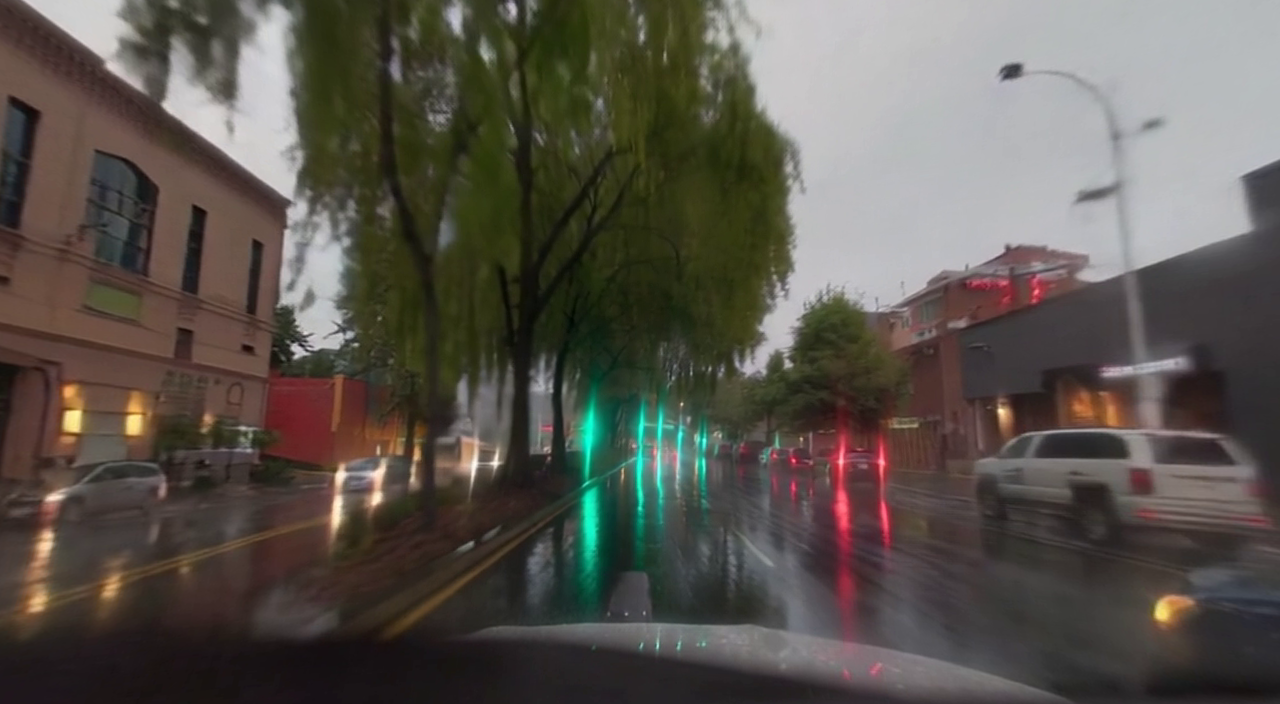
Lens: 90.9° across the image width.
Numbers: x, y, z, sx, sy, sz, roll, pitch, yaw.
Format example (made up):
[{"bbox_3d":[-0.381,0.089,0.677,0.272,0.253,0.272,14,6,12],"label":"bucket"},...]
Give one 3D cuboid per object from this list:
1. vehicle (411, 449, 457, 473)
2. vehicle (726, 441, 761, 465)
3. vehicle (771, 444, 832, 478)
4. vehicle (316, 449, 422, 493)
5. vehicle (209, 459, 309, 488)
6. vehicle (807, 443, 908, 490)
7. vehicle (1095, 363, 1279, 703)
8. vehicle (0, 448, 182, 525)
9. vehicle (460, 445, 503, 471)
[{"bbox_3d":[-15.436,8.155,47.469,1.876,1.605,4.544,0,-8,1],"label":"vehicle"},{"bbox_3d":[7.848,7.622,47.933,1.891,1.711,4.173,0,-8,-1],"label":"vehicle"},{"bbox_3d":[7.606,5.143,30.103,1.881,1.443,4.576,0,-8,2],"label":"vehicle"},{"bbox_3d":[-10.261,4.506,24.317,1.890,1.482,4.411,-1,-8,4],"label":"vehicle"},{"bbox_3d":[-20.721,6.603,34.355,4.336,1.441,1.813,-1,-8,6],"label":"vehicle"},{"bbox_3d":[7.397,3.923,21.989,1.874,1.438,4.466,0,-8,-1],"label":"vehicle"},{"bbox_3d":[2.761,0.582,0.343,1.989,1.498,4.050,0,-8,0],"label":"vehicle"},{"bbox_3d":[-16.031,3.769,18.343,1.972,1.898,4.556,0,-8,0],"label":"vehicle"},{"bbox_3d":[-11.387,7.608,45.555,1.910,1.705,4.399,0,-8,1],"label":"vehicle"}]
